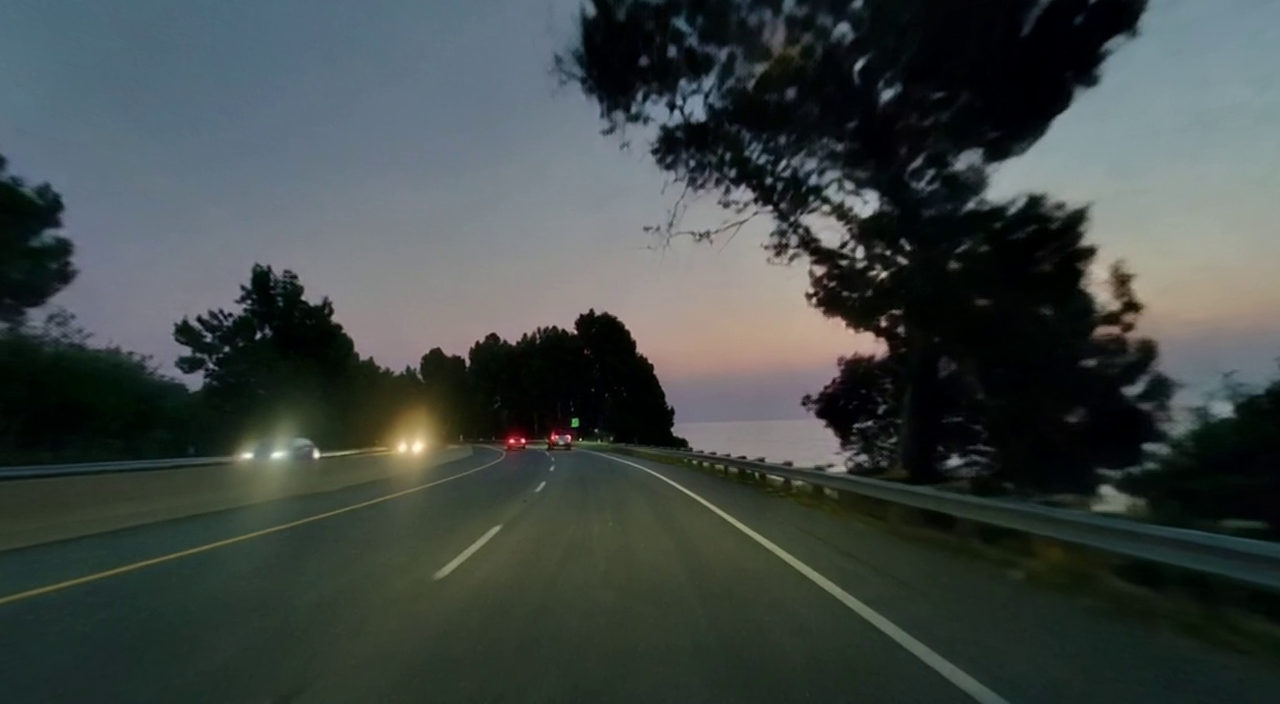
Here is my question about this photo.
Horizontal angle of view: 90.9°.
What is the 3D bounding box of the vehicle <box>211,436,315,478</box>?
[{"bbox_3d":[-16.657,4.653,28.193,2.331,1.704,4.213,1,-9,-6],"label":"vehicle"}]
